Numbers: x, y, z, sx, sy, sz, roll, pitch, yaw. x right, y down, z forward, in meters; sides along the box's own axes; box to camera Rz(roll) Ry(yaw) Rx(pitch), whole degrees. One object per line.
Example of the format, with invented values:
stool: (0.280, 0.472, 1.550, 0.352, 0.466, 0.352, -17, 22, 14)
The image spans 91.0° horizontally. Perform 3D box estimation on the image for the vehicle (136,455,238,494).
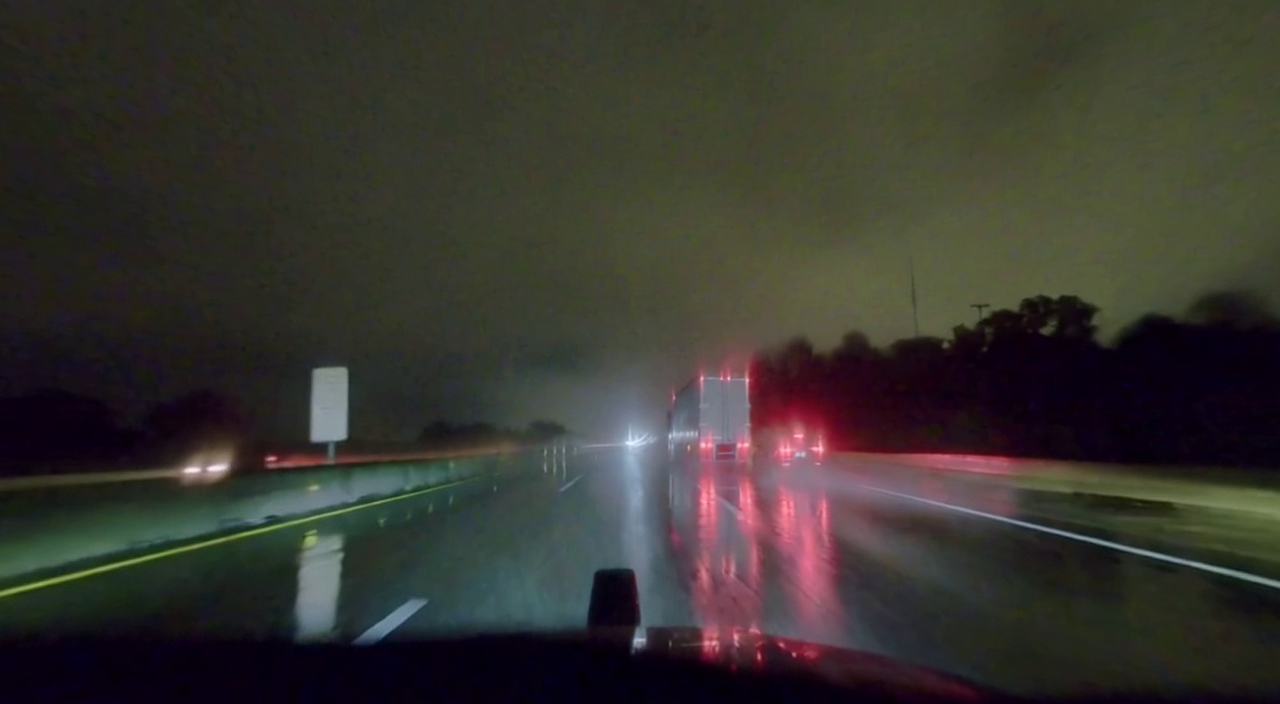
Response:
vehicle: (-19.319, 5.202, 27.015, 1.688, 1.419, 3.582, 0, -8, 0)

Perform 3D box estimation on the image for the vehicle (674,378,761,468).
vehicle: (3.917, 4.236, 35.996, 2.960, 4.099, 14.097, 0, -8, -1)
